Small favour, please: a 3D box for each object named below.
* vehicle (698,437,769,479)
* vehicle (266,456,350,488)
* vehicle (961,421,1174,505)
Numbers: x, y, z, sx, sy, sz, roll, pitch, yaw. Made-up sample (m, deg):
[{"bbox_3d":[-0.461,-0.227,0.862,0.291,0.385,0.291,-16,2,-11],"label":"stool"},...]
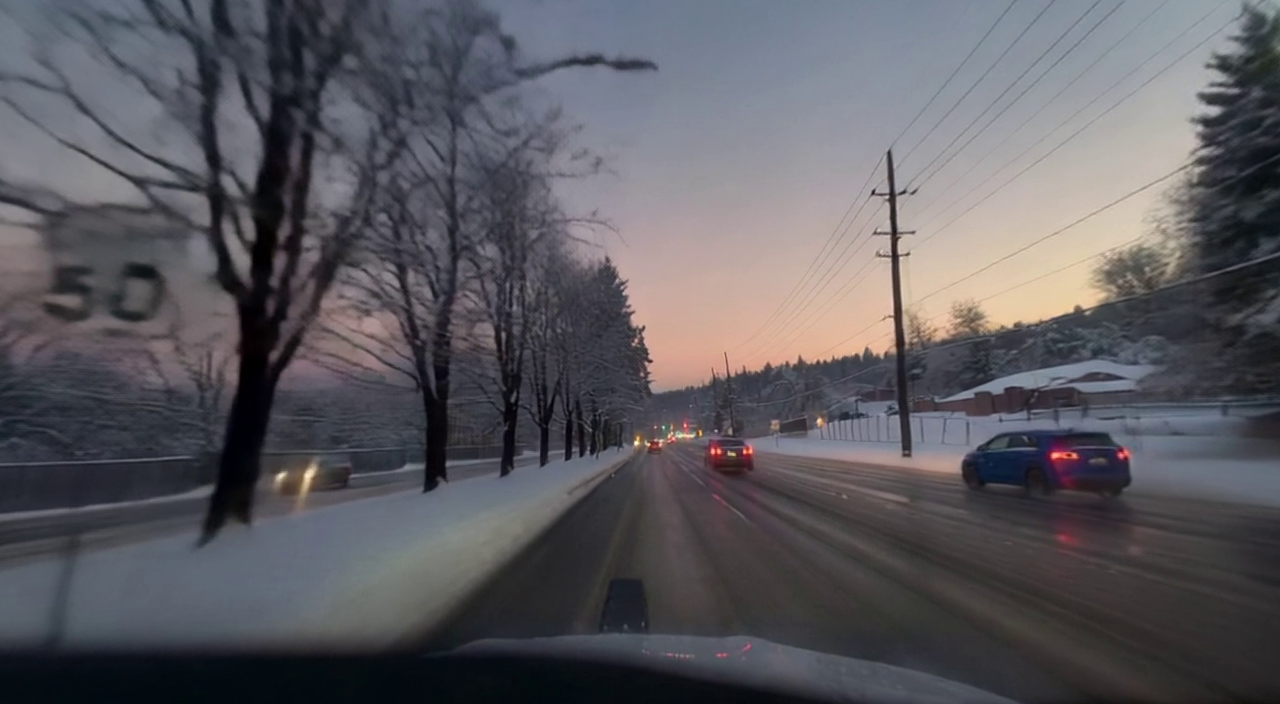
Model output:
[{"bbox_3d":[3.499,4.059,24.403,2.063,1.481,4.247,0,-8,0],"label":"vehicle"},{"bbox_3d":[-17.444,6.282,33.383,1.952,1.468,4.487,0,-8,1],"label":"vehicle"},{"bbox_3d":[9.884,2.611,15.159,1.978,1.700,4.461,0,-8,0],"label":"vehicle"}]
